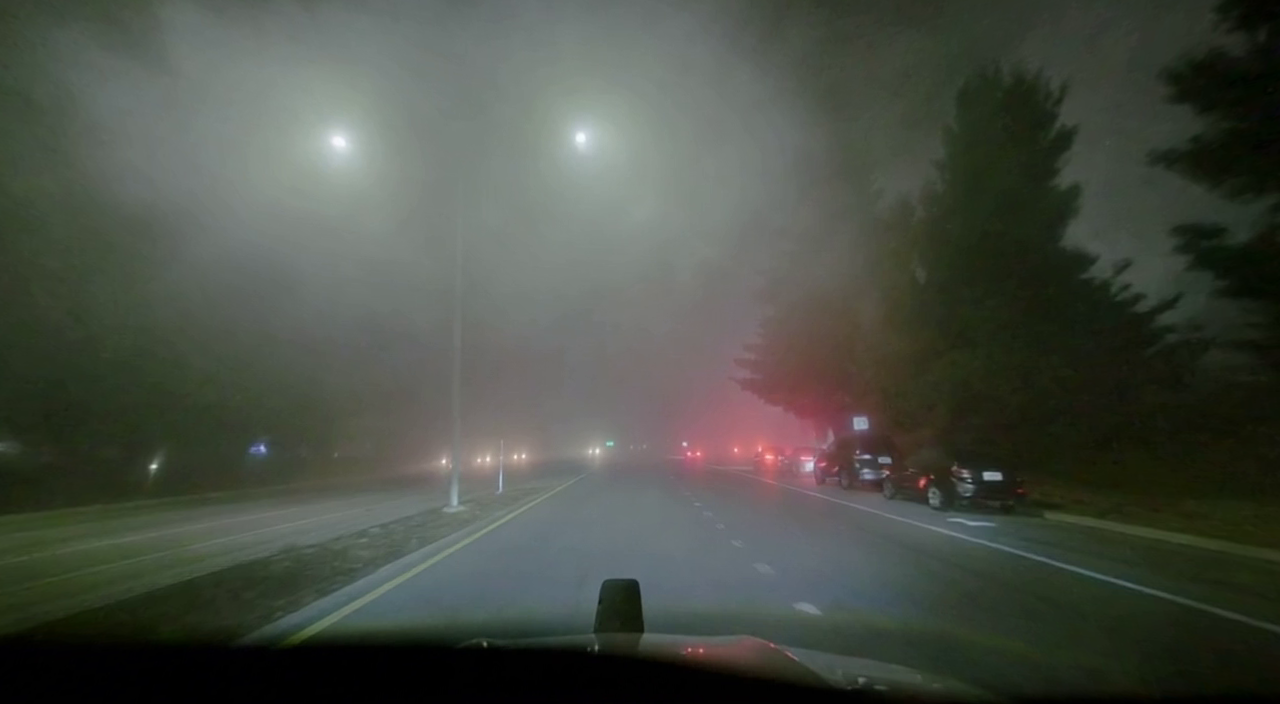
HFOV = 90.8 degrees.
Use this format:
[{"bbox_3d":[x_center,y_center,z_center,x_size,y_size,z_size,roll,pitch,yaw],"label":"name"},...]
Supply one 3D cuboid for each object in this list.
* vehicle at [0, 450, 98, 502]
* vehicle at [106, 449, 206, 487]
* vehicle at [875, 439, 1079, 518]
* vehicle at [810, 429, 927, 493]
[{"bbox_3d":[-25.584,5.130,25.914,4.699,1.866,2.179,-3,-8,-2],"label":"vehicle"},{"bbox_3d":[-27.720,6.614,36.476,2.180,1.915,5.140,1,-8,-7],"label":"vehicle"},{"bbox_3d":[7.334,2.778,14.460,1.975,1.479,4.632,0,-8,-2],"label":"vehicle"},{"bbox_3d":[7.343,3.545,20.898,1.998,1.873,4.659,0,-8,-1],"label":"vehicle"}]
